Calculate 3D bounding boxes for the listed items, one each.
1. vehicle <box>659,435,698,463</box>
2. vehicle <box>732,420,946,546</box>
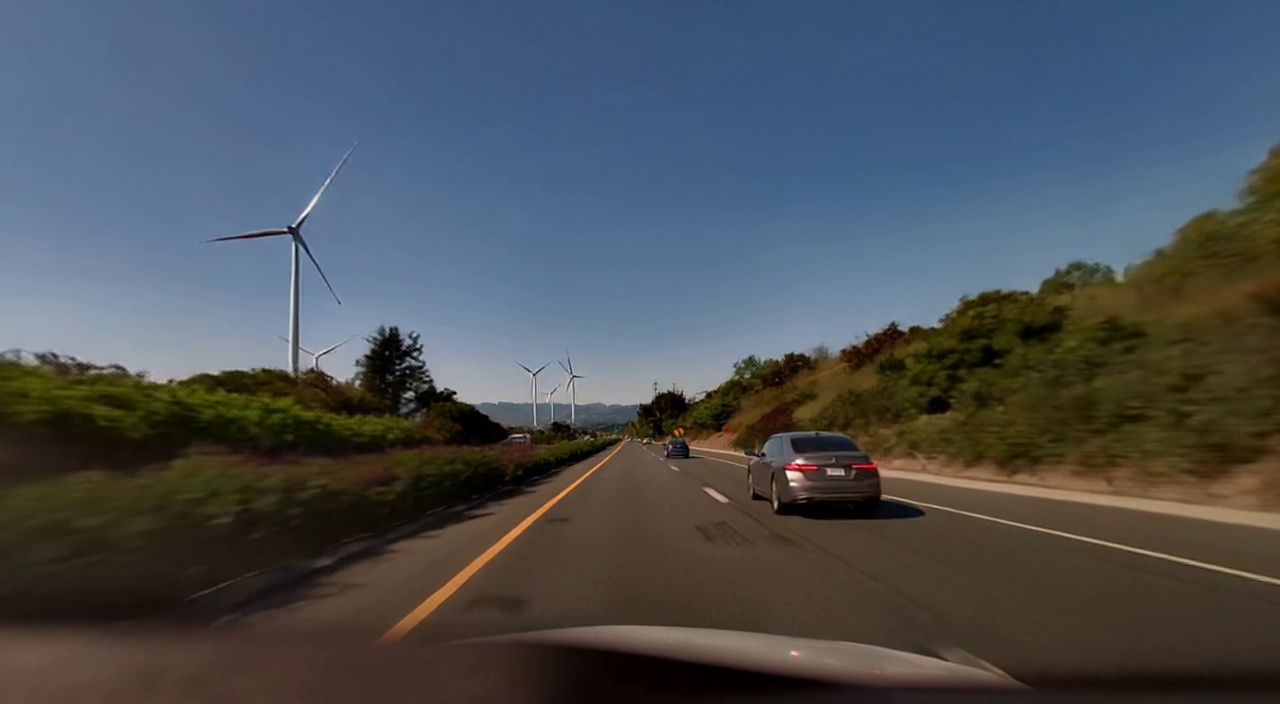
[{"bbox_3d":[2.385,6.103,39.923,2.066,1.661,4.500,0,-8,-1],"label":"vehicle"},{"bbox_3d":[2.907,1.992,10.381,2.038,1.624,4.312,0,-8,-1],"label":"vehicle"}]
